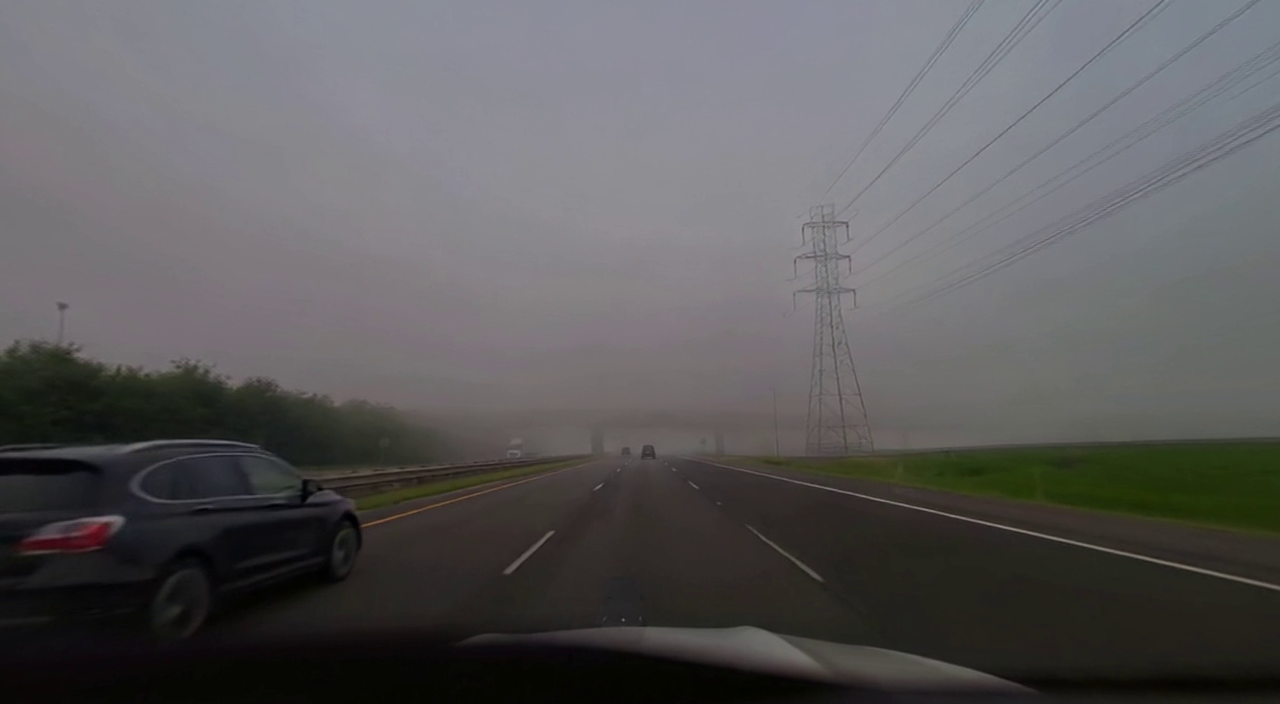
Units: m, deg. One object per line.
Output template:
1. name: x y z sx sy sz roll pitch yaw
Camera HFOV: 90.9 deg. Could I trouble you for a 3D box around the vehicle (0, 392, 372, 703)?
1. vehicle: -3.846 1.243 4.575 1.924 1.550 4.165 0 -9 0
